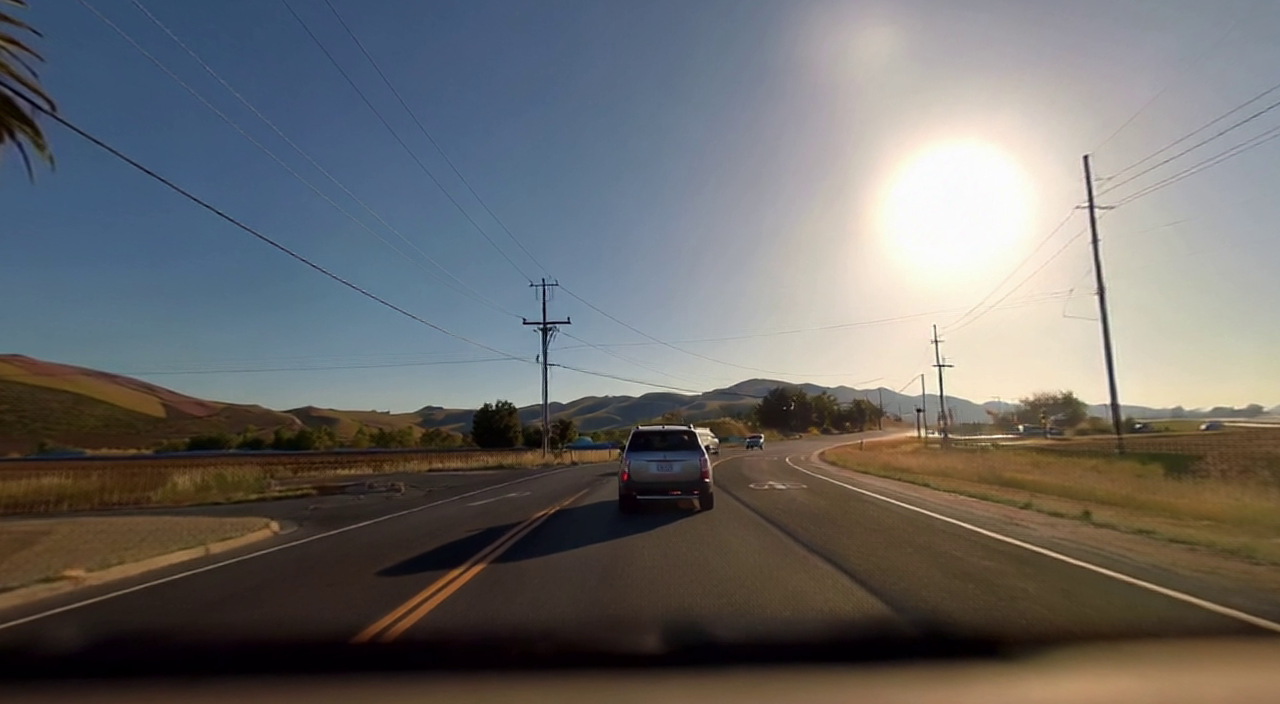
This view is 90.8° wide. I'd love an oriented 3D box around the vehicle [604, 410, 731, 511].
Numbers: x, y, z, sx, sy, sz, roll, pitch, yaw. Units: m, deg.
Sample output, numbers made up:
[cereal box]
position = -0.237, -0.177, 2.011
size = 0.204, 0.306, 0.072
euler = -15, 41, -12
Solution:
[vehicle]
position = 0.565, 2.365, 14.116
size = 2.364, 1.859, 4.538
euler = 0, -9, 2
